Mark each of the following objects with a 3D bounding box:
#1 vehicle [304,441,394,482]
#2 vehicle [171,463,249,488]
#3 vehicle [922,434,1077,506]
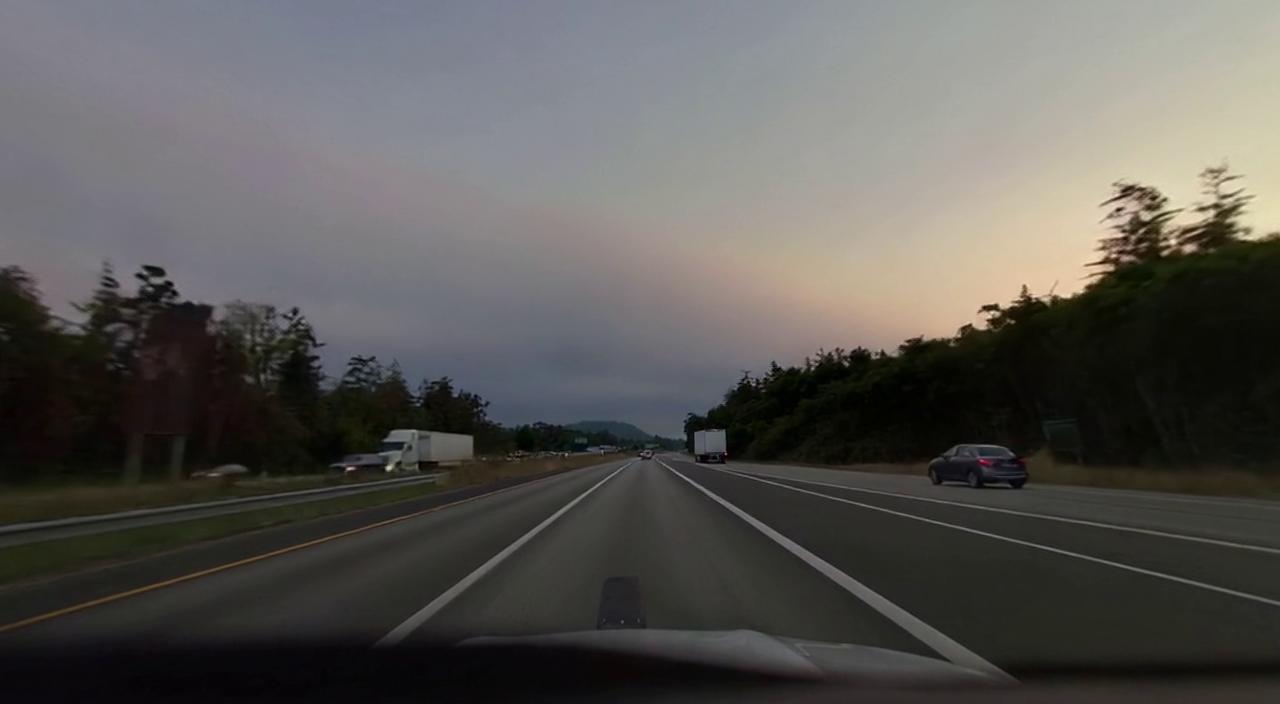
[{"bbox_3d":[-16.113,6.099,35.245,2.541,2.093,4.941,0,-9,1],"label":"vehicle"},{"bbox_3d":[-27.989,8.043,41.220,2.002,1.460,4.306,0,-9,1],"label":"vehicle"},{"bbox_3d":[10.157,3.340,18.200,2.038,1.823,3.744,1,-9,-4],"label":"vehicle"}]
